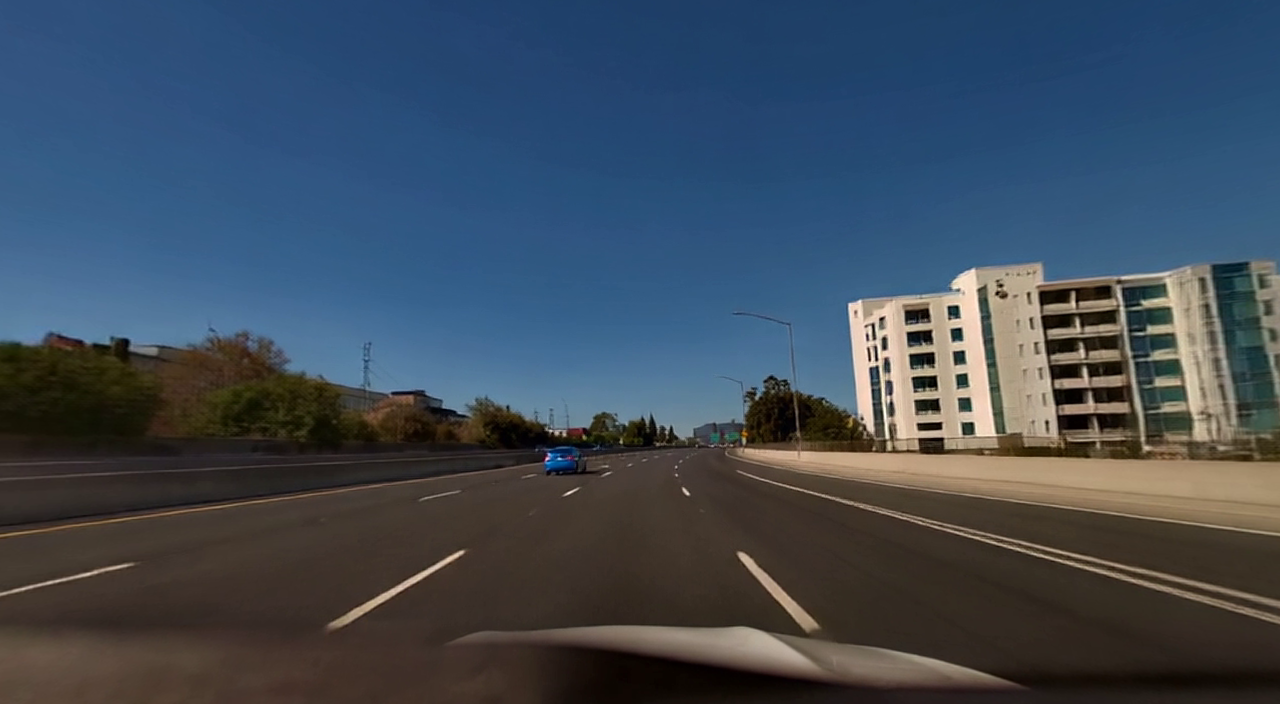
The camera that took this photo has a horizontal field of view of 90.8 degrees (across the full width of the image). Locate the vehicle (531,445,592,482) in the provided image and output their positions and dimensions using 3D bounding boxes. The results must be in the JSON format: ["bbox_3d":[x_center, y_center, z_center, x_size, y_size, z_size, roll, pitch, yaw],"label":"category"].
[{"bbox_3d":[-3.599,5.207,29.904,2.087,1.566,4.756,-1,-9,2],"label":"vehicle"}]
